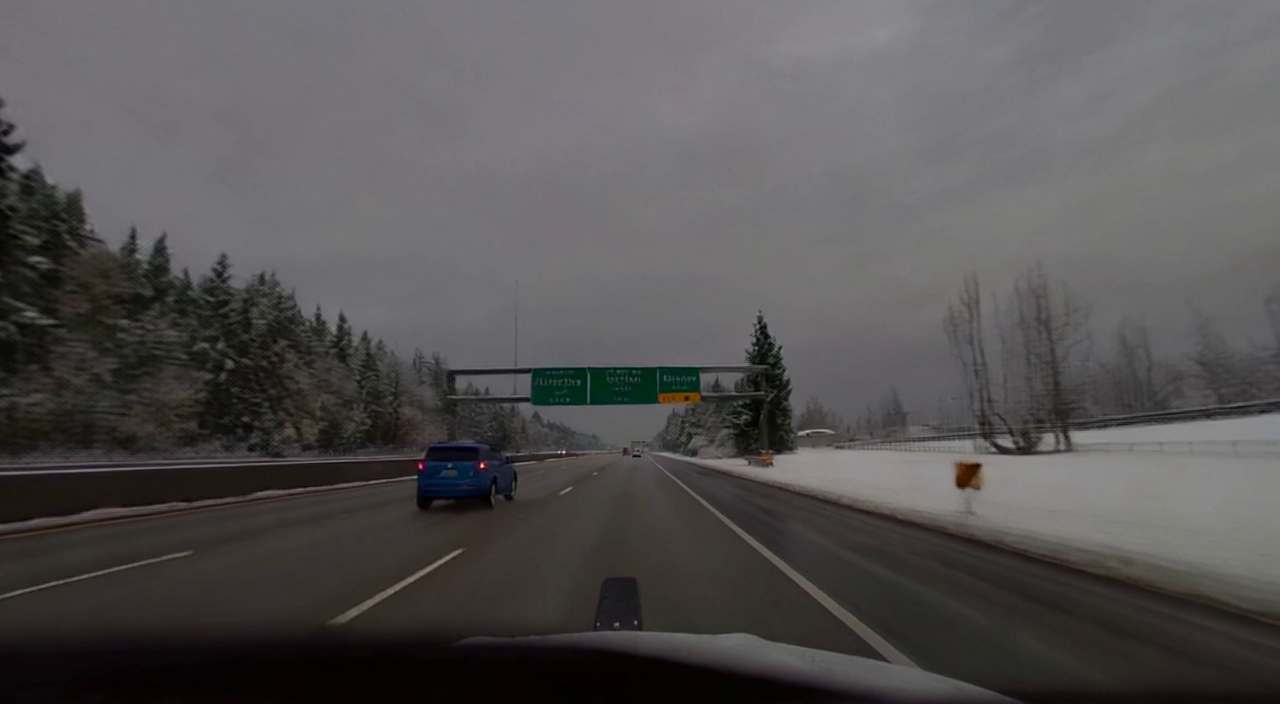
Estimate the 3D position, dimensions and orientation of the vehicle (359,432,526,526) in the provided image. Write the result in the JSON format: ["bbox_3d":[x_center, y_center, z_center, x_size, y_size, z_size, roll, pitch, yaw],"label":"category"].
[{"bbox_3d":[-3.900,2.595,13.341,2.104,1.626,4.283,-1,-9,1],"label":"vehicle"}]
